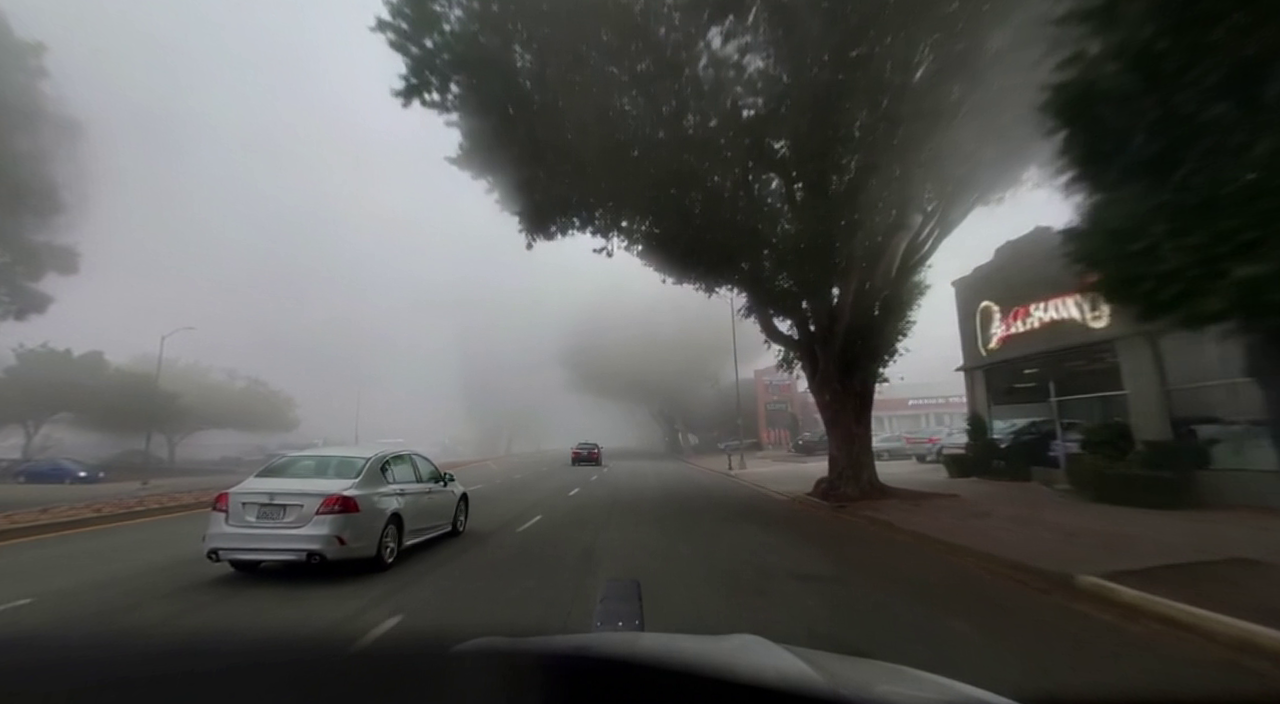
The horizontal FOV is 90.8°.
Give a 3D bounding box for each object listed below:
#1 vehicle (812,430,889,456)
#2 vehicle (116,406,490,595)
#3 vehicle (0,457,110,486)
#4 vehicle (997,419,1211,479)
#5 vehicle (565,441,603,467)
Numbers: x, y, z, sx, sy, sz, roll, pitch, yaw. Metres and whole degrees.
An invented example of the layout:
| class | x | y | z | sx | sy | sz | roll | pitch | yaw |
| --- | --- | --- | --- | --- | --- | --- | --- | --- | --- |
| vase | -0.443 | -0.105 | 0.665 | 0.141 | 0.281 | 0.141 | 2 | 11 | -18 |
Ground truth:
| class | x | y | z | sx | sy | sz | roll | pitch | yaw |
| --- | --- | --- | --- | --- | --- | --- | --- | --- | --- |
| vehicle | 13.376 | 5.813 | 40.321 | 4.165 | 1.650 | 1.946 | 0 | -9 | -2 |
| vehicle | -3.533 | 1.660 | 7.929 | 2.126 | 1.655 | 4.560 | 0 | -9 | 0 |
| vehicle | -34.258 | 6.976 | 37.131 | 1.921 | 1.506 | 5.032 | 0 | -9 | -2 |
| vehicle | 13.381 | 2.834 | 18.447 | 4.697 | 1.518 | 1.990 | -1 | -9 | -3 |
| vehicle | -3.363 | 6.214 | 38.573 | 1.955 | 1.461 | 4.396 | 0 | -9 | 0 |
